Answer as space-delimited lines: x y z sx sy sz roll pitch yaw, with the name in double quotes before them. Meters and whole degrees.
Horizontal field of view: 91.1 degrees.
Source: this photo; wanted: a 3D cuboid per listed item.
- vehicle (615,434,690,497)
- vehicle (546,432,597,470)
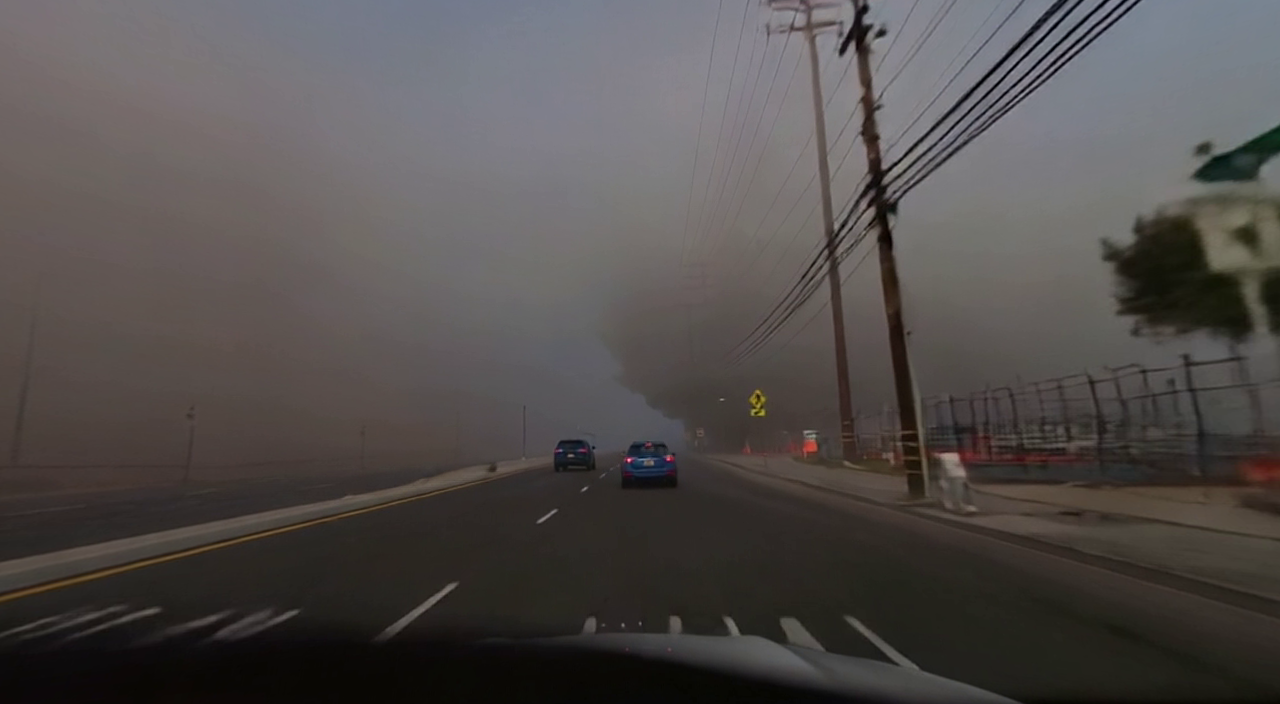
"vehicle" 0.331 3.382 19.129 2.059 1.691 3.980 0 -8 0
"vehicle" -3.488 5.141 32.805 2.078 1.804 4.387 0 -8 1
